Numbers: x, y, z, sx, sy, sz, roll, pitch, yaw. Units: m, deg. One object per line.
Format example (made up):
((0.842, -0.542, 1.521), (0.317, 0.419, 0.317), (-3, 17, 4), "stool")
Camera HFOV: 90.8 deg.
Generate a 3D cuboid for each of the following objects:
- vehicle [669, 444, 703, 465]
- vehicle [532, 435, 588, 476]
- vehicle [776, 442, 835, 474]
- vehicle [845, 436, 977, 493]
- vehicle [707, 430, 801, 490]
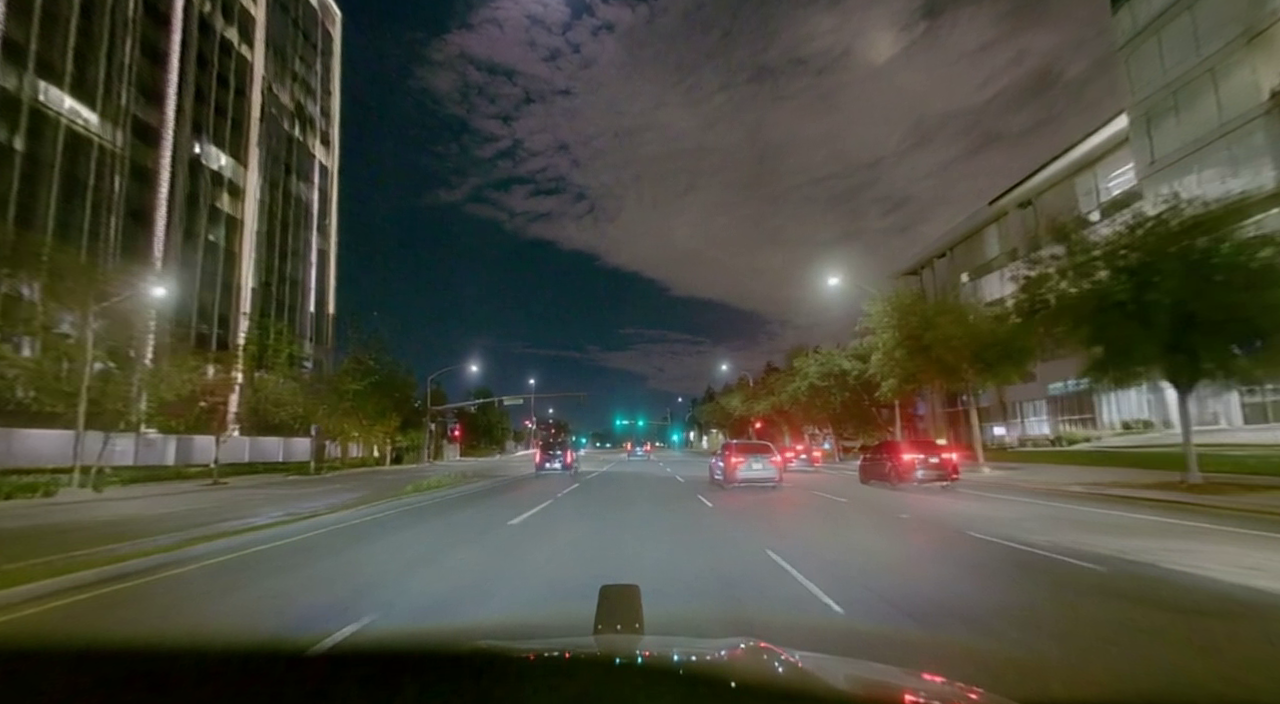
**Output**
((3.359, 7.613, 47.027), (2.054, 1.473, 4.511), (0, -8, -2), "vehicle")
((-3.770, 4.947, 30.463), (2.155, 1.797, 3.989), (-1, -8, 1), "vehicle")
((8.262, 5.322, 31.973), (1.884, 1.478, 4.164), (0, -8, 1), "vehicle")
((8.141, 3.406, 19.546), (1.944, 1.503, 4.723), (0, -8, 0), "vehicle")
((3.632, 3.541, 21.113), (2.152, 1.742, 4.704), (0, -8, -1), "vehicle")
